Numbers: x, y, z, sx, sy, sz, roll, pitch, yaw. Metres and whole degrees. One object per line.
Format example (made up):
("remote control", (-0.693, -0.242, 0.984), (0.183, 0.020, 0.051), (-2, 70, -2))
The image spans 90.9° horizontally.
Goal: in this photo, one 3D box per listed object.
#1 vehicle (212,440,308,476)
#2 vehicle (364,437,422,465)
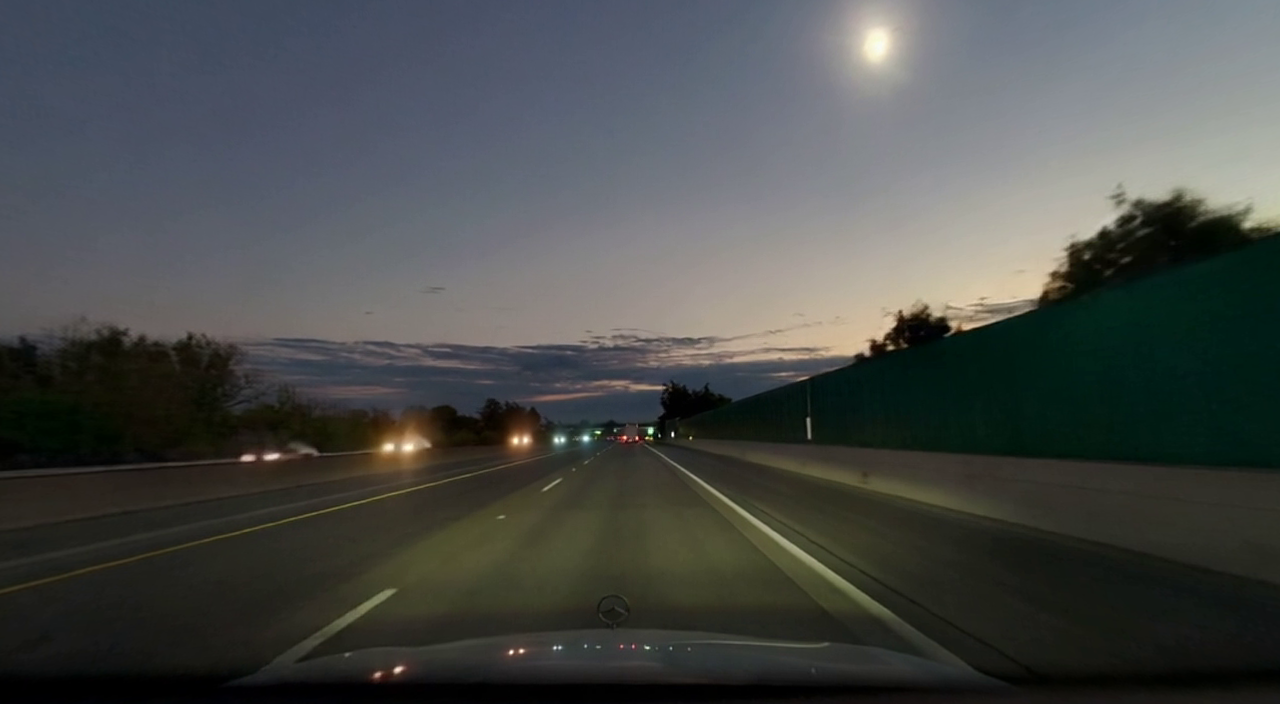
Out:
("vehicle", (-17.406, 4.848, 29.145), (1.837, 1.446, 4.254), (0, -7, -1))
("vehicle", (-13.608, 5.435, 34.925), (1.792, 1.428, 3.550), (0, -7, -1))
